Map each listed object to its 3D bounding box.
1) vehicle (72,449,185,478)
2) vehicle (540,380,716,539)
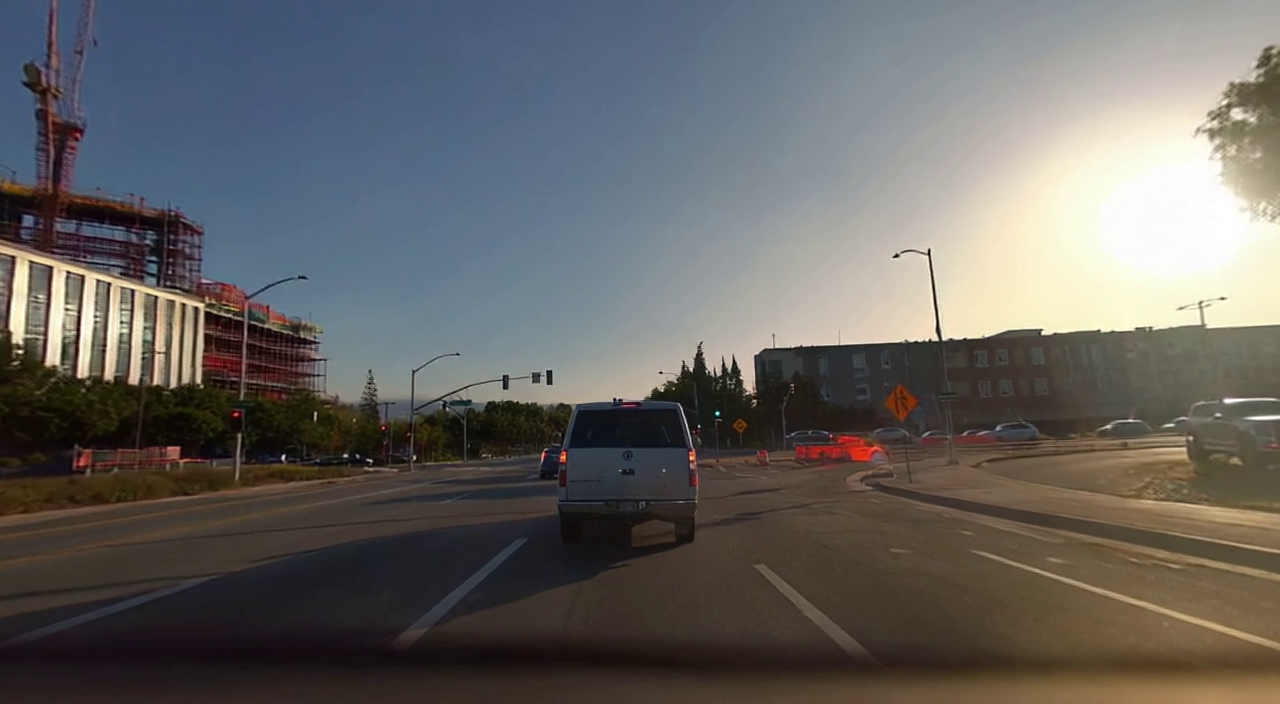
[{"bbox_3d":[-36.021,7.826,44.464,5.755,1.945,2.403,0,-8,-1],"label":"vehicle"},{"bbox_3d":[-0.328,1.863,11.416,2.350,2.122,5.801,0,-8,-3],"label":"vehicle"}]
